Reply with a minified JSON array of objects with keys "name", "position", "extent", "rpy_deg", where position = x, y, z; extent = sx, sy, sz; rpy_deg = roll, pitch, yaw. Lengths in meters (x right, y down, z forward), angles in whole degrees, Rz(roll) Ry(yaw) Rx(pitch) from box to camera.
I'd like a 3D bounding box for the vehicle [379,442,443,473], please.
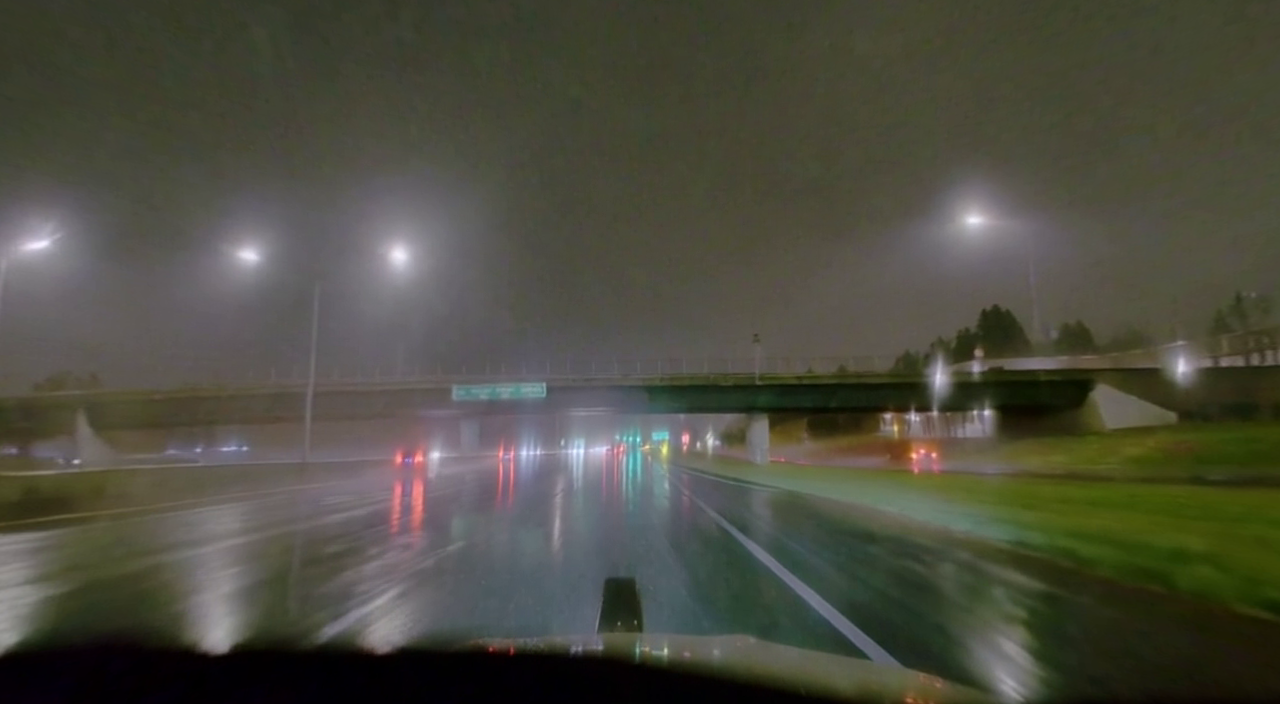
[{"name":"vehicle","position":[-14.333,6.595,39.907],"extent":[2.049,1.792,5.177],"rpy_deg":[0,-9,0]}]
